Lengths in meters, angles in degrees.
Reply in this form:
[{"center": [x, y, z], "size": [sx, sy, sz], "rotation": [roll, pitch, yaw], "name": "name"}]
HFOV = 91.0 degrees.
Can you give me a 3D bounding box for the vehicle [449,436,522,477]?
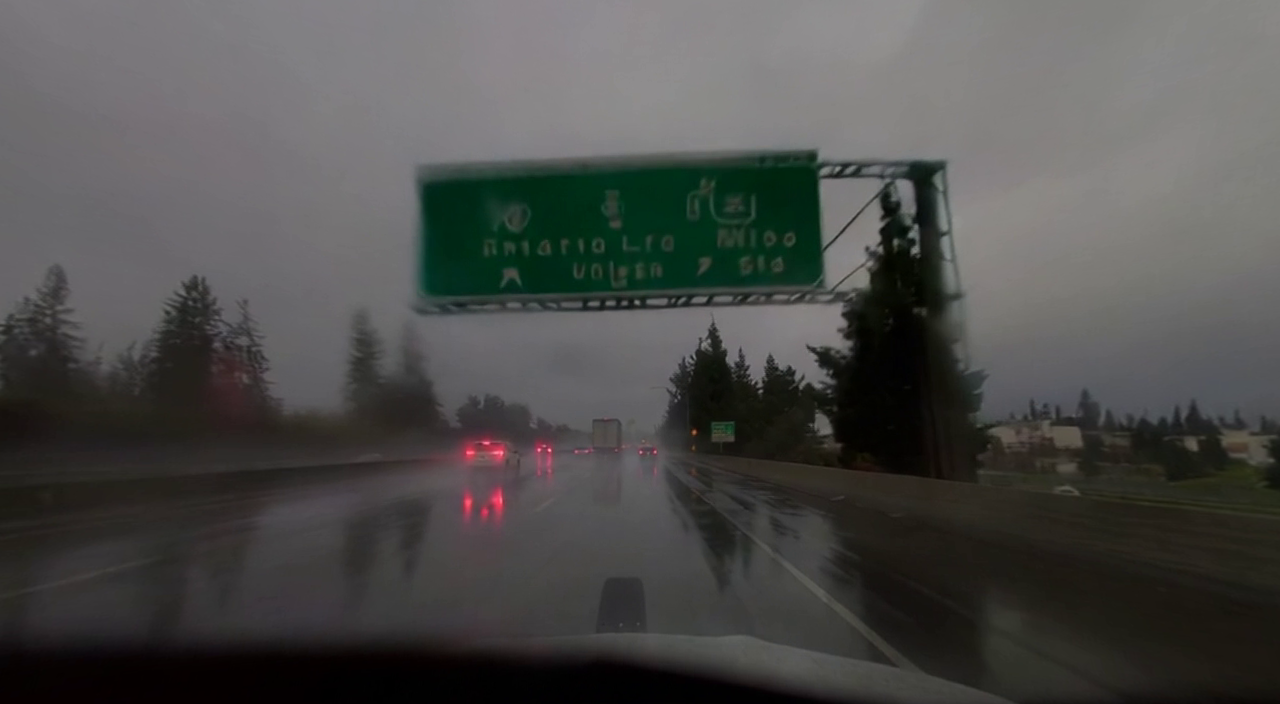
[{"center": [-7.384, 5.050, 30.797], "size": [2.115, 1.778, 5.572], "rotation": [0, -9, 0], "name": "vehicle"}]
